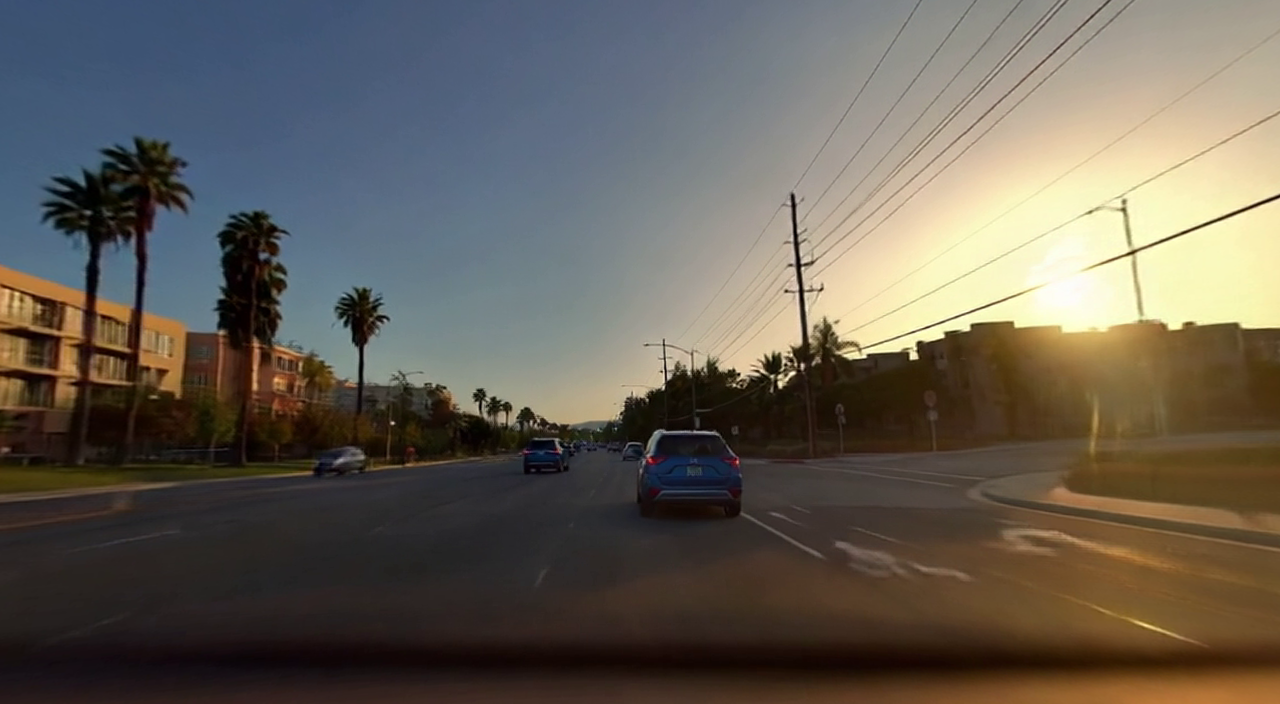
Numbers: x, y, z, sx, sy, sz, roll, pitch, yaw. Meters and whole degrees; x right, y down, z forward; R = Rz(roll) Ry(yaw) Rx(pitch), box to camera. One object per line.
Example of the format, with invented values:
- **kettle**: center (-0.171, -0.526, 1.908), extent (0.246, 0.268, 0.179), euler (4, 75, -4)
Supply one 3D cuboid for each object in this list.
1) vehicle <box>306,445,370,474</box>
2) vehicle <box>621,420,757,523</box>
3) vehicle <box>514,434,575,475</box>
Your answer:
- **vehicle**: center (-19.980, 7.093, 41.919), extent (2.054, 1.765, 4.700), euler (0, -9, -2)
- **vehicle**: center (0.766, 2.323, 12.714), extent (2.198, 1.706, 4.166), euler (0, -9, -3)
- **vehicle**: center (-4.468, 4.898, 30.260), extent (2.169, 1.796, 4.821), euler (0, -9, 0)
